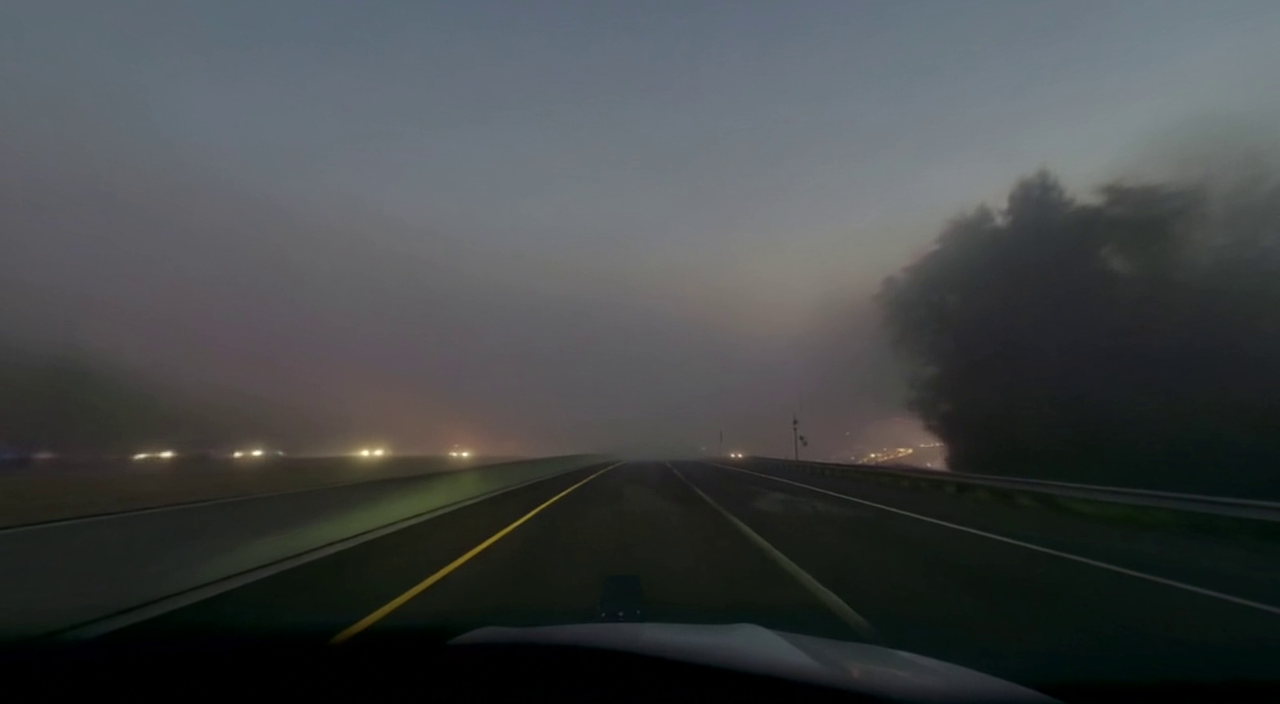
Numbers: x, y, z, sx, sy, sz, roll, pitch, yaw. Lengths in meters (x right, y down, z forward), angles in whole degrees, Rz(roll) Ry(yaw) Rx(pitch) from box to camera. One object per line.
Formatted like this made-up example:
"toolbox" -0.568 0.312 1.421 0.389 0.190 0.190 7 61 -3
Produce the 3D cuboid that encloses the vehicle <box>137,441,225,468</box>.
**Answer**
"vehicle" -26.828 6.006 37.009 1.925 1.473 4.762 1 -8 -5
